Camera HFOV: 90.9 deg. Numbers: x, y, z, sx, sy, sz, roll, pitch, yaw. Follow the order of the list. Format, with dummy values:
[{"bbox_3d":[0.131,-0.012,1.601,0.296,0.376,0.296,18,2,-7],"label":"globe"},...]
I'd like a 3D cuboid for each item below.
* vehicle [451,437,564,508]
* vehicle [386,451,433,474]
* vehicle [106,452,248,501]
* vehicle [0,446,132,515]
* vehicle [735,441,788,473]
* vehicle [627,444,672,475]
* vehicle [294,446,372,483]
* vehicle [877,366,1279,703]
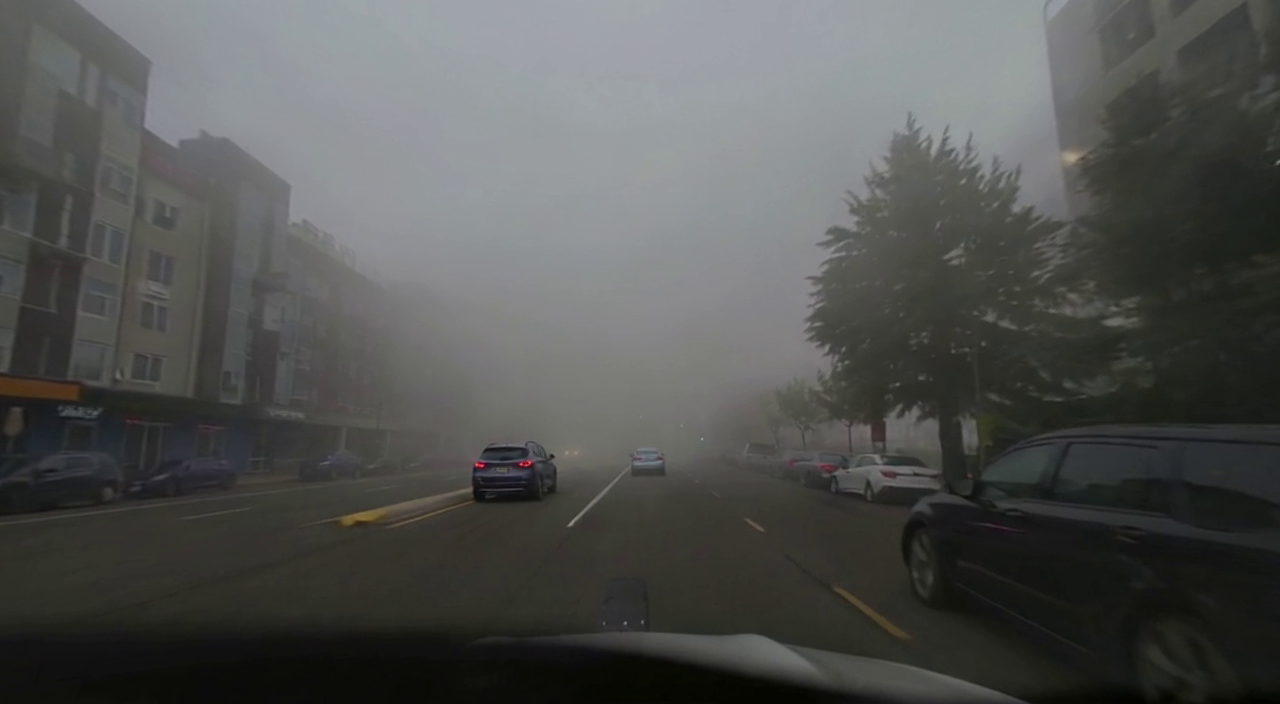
[{"bbox_3d":[-3.111,2.914,15.729,1.860,1.510,4.073,-1,-9,1],"label":"vehicle"},{"bbox_3d":[-16.627,7.969,45.695,1.854,1.466,4.377,-2,-8,0],"label":"vehicle"},{"bbox_3d":[-17.053,4.549,23.543,1.915,1.497,4.445,-2,-8,1],"label":"vehicle"},{"bbox_3d":[-17.043,3.483,17.298,2.121,1.678,4.936,-2,-8,-1],"label":"vehicle"},{"bbox_3d":[7.312,6.406,38.563,2.207,1.789,5.099,0,-9,0],"label":"vehicle"},{"bbox_3d":[0.462,5.353,31.627,2.103,1.468,4.094,0,-9,1],"label":"vehicle"},{"bbox_3d":[-16.719,6.083,34.583,2.089,1.756,4.486,-2,-8,-1],"label":"vehicle"},{"bbox_3d":[3.328,1.143,4.159,1.987,1.637,3.896,0,-9,0],"label":"vehicle"}]
